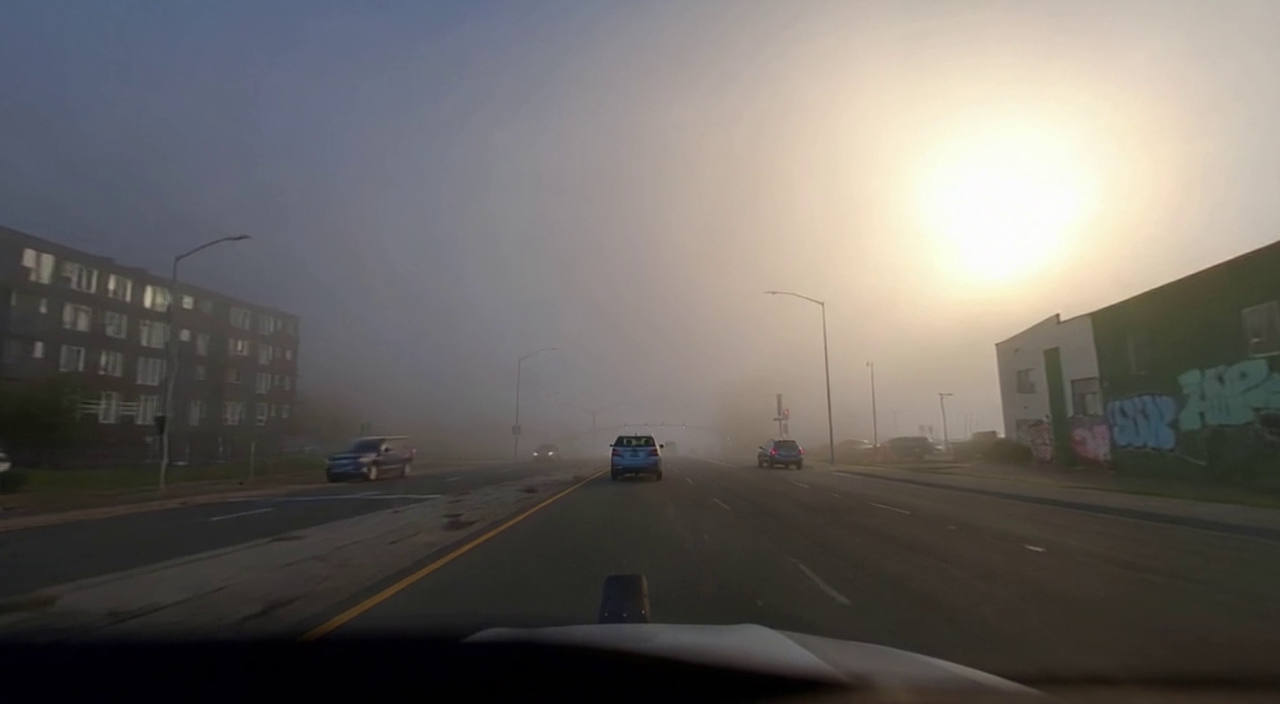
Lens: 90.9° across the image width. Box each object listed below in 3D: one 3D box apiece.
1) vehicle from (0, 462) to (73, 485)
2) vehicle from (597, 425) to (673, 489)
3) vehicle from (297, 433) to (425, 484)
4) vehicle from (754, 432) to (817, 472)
[{"bbox_3d":[-41.389,8.187,42.737,1.882,1.448,4.160,-1,-9,3],"label":"vehicle"},{"bbox_3d":[-0.078,3.335,20.361,2.160,1.786,4.702,0,-8,2],"label":"vehicle"},{"bbox_3d":[-12.334,4.753,28.550,2.544,2.014,5.821,-1,-8,8],"label":"vehicle"},{"bbox_3d":[6.906,4.788,30.414,1.952,1.749,4.311,0,-8,0],"label":"vehicle"}]
